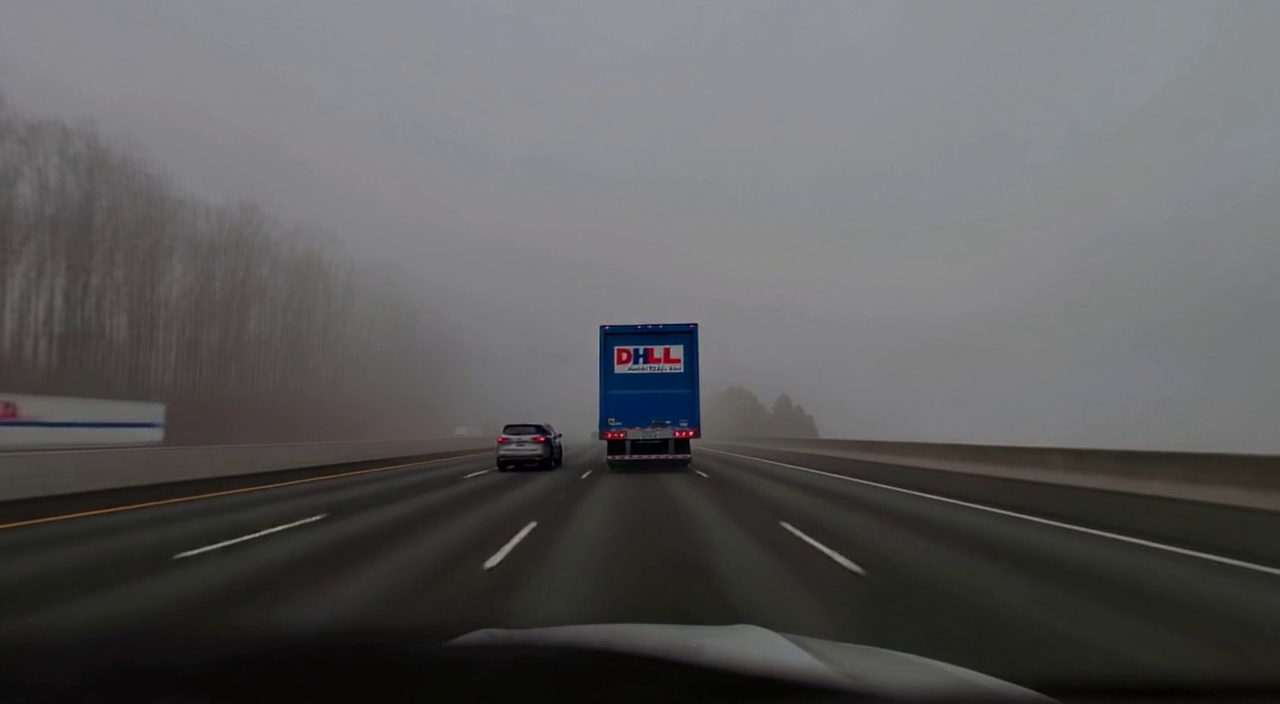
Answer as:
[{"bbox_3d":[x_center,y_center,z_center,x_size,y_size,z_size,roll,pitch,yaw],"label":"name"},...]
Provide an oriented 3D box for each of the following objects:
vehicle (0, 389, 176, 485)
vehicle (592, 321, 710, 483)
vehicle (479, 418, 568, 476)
[{"bbox_3d":[-30.579,4.099,30.275,3.258,4.291,17.587,0,-8,0],"label":"vehicle"},{"bbox_3d":[0.181,1.864,20.800,3.011,4.211,8.926,0,-8,-1],"label":"vehicle"},{"bbox_3d":[-3.971,3.343,22.427,2.394,1.787,5.186,0,-8,-2],"label":"vehicle"}]
